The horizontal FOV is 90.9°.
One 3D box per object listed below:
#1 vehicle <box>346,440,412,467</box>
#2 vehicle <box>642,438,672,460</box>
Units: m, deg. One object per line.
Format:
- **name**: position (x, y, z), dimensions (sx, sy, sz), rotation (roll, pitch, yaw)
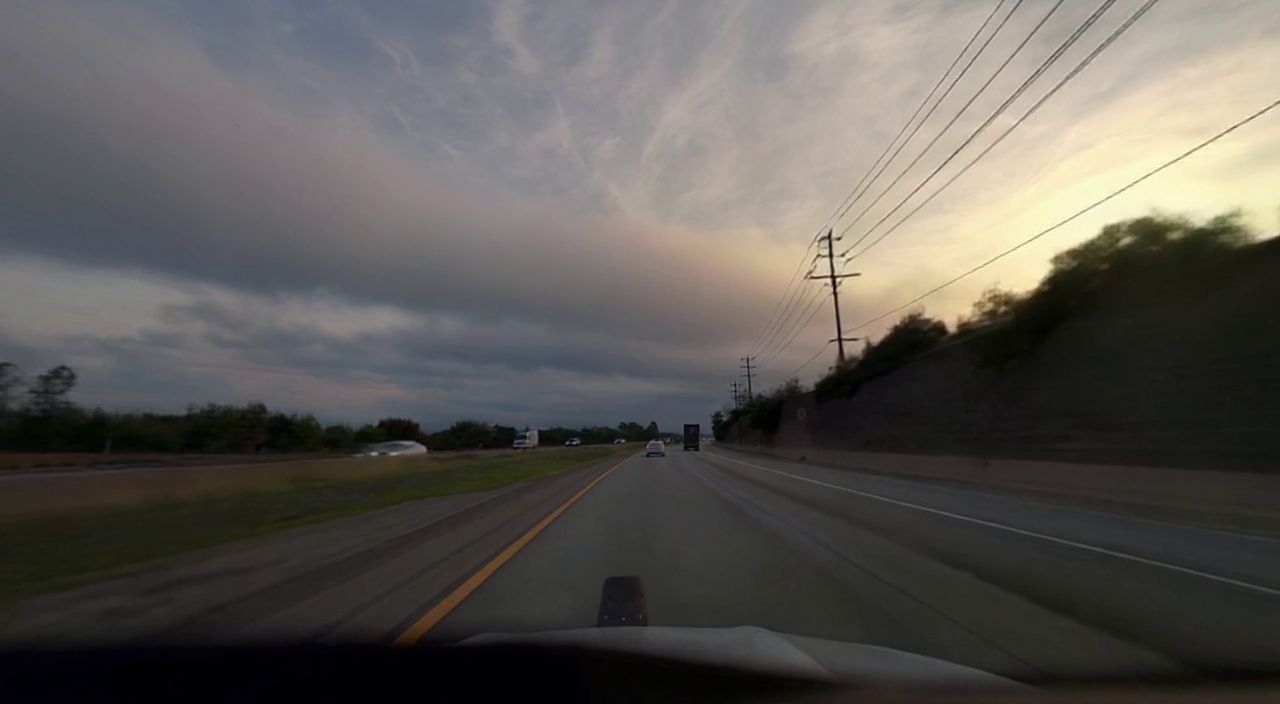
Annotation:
- **vehicle**: position (-16.071, 6.260, 39.071), dimensions (1.979, 1.548, 4.640), rotation (-1, -8, 2)
- **vehicle**: position (1.303, 7.331, 47.844), dimensions (2.192, 1.556, 4.132), rotation (-1, -8, 2)
